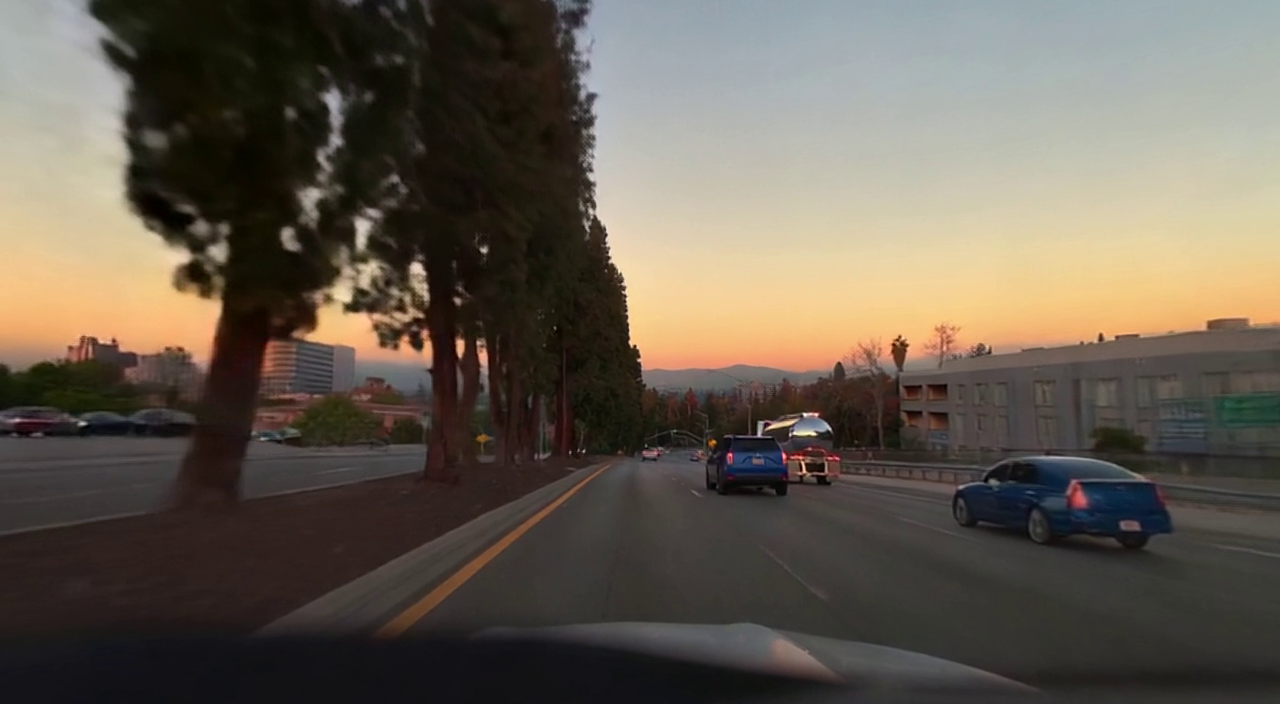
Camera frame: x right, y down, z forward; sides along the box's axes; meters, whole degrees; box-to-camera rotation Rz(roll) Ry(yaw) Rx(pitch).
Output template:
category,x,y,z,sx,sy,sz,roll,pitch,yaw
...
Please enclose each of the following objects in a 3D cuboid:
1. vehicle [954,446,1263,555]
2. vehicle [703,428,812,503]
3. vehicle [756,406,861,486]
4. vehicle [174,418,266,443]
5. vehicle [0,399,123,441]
category,x,y,z,sx,sy,sz,roll,pitch,yaw
vehicle,7.563,2.382,10.893,1.966,1.476,4.270,1,-9,-2
vehicle,2.978,3.010,17.092,2.045,1.729,4.532,0,-9,-1
vehicle,7.445,4.287,28.836,2.849,3.207,6.275,1,-9,-2
vehicle,-28.189,5.307,42.392,4.723,1.592,1.994,0,-9,0
vehicle,-29.098,3.418,31.564,4.573,1.751,2.109,3,-7,5
